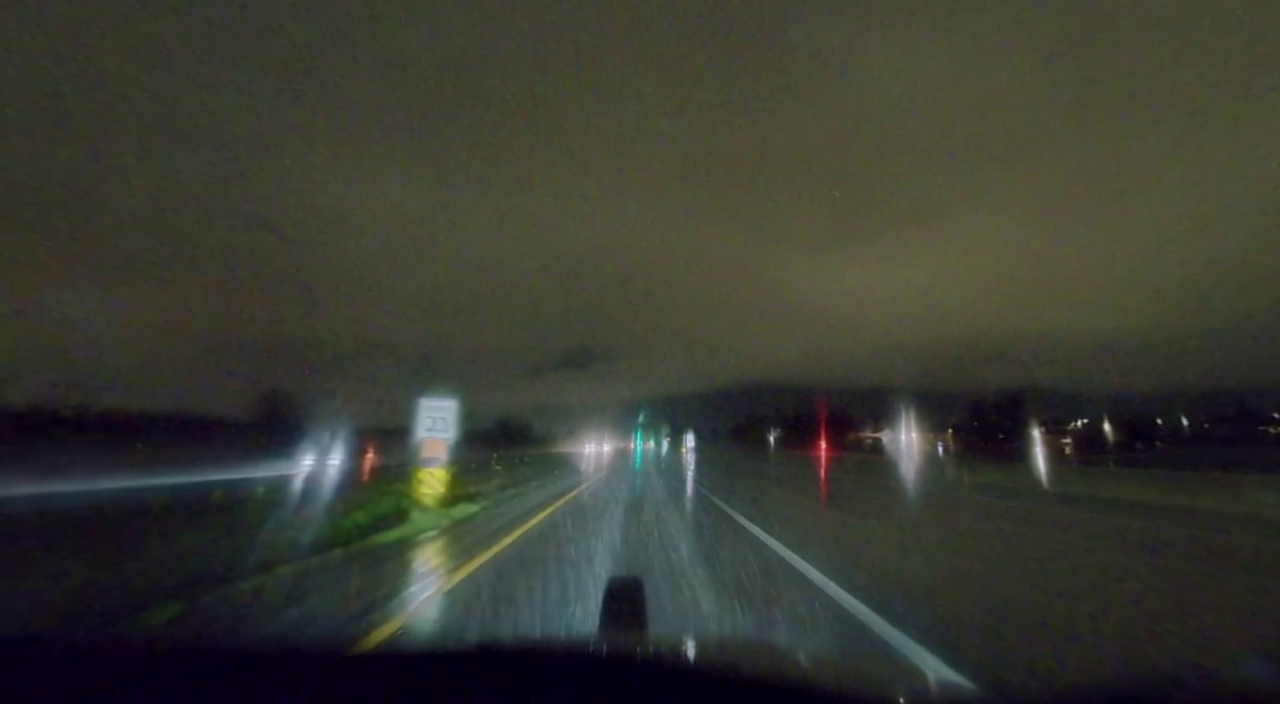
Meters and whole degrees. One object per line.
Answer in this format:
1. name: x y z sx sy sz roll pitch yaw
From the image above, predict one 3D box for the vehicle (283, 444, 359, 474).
1. vehicle: -17.734 5.960 35.354 1.912 1.591 4.331 0 -9 1
